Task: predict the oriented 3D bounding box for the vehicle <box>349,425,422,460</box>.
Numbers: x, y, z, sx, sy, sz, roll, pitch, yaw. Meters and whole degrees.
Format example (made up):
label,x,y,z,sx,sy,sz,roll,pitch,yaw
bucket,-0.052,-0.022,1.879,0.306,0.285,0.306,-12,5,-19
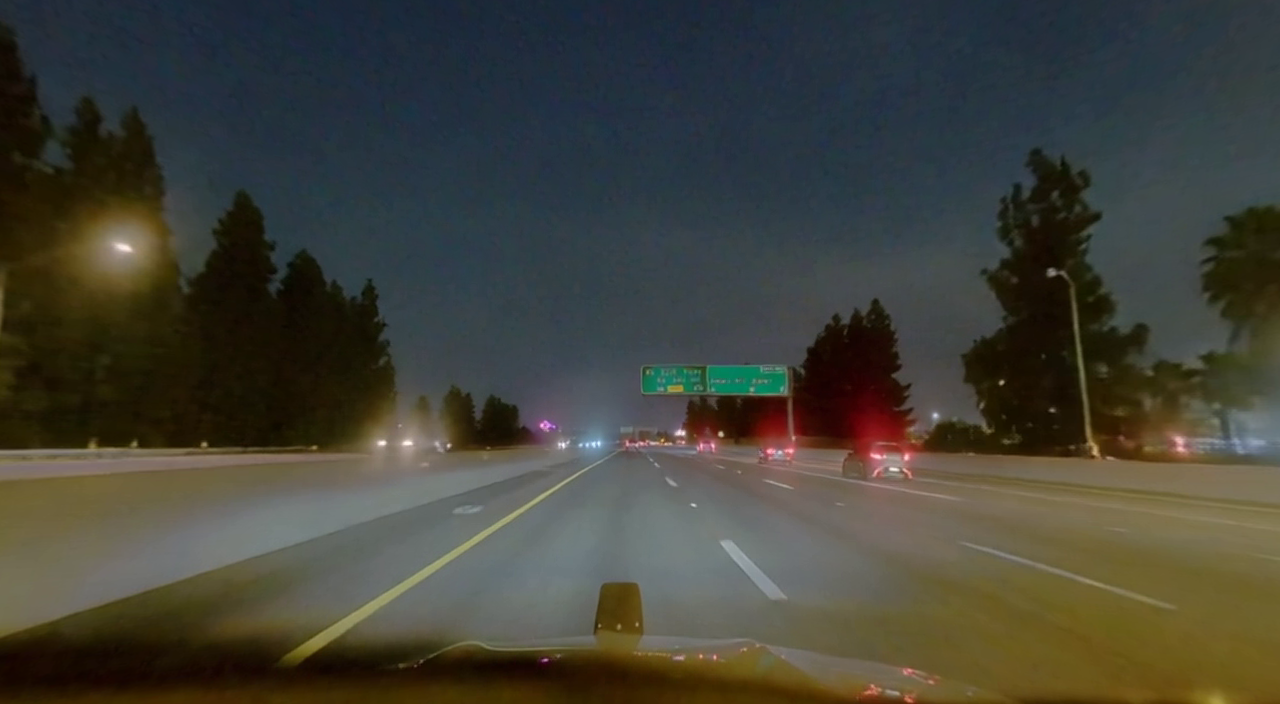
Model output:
label,x,y,z,sx,sy,sz,roll,pitch,yaw
vehicle,-13.407,4.818,33.622,2.006,1.695,4.512,0,-8,-1
